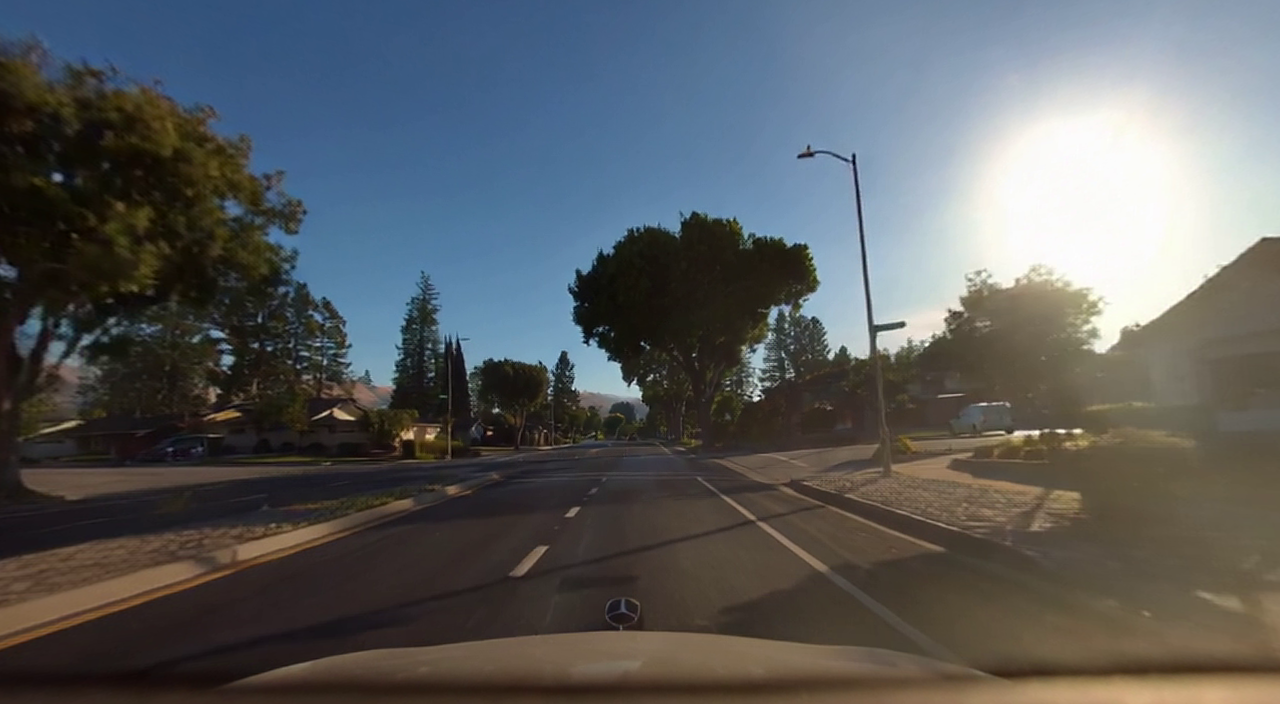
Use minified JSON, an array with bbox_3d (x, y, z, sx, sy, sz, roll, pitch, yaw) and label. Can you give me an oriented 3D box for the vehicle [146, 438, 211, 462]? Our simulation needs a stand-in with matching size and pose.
[{"bbox_3d":[-29.900,6.339,41.081,1.991,1.435,4.421,2,-9,-17],"label":"vehicle"}]
